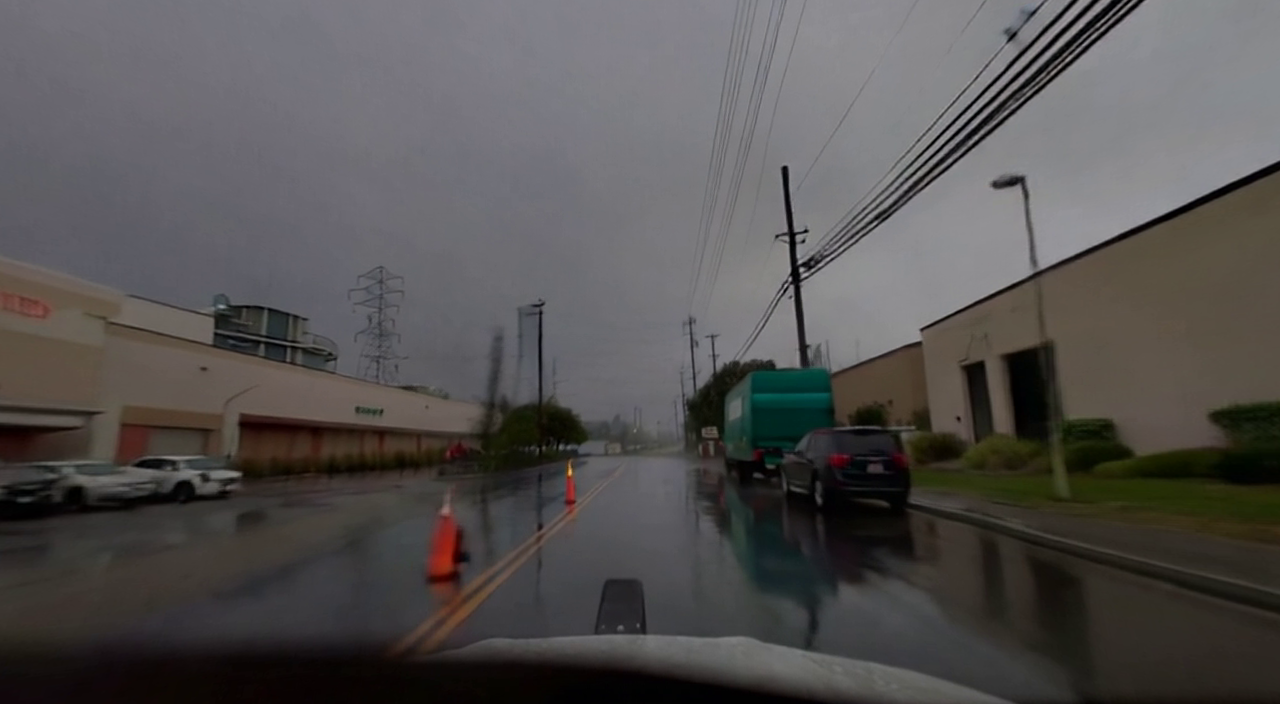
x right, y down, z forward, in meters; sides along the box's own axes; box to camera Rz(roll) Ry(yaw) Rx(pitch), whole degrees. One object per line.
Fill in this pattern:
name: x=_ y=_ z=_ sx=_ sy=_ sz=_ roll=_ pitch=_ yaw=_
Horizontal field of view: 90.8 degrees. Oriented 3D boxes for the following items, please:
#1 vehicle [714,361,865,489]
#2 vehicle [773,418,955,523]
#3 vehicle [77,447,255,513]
vehicle: x=4.284 y=2.489 z=20.195 sx=3.058 sy=3.269 sz=7.674 roll=-1 pitch=-9 yaw=1
vehicle: x=4.180 y=2.278 z=12.676 sx=1.892 sy=1.696 sz=4.332 roll=0 pitch=-8 yaw=-2
vehicle: x=-14.243 y=3.808 z=19.432 sx=2.078 sy=1.674 sz=4.652 roll=0 pitch=-8 yaw=-4
